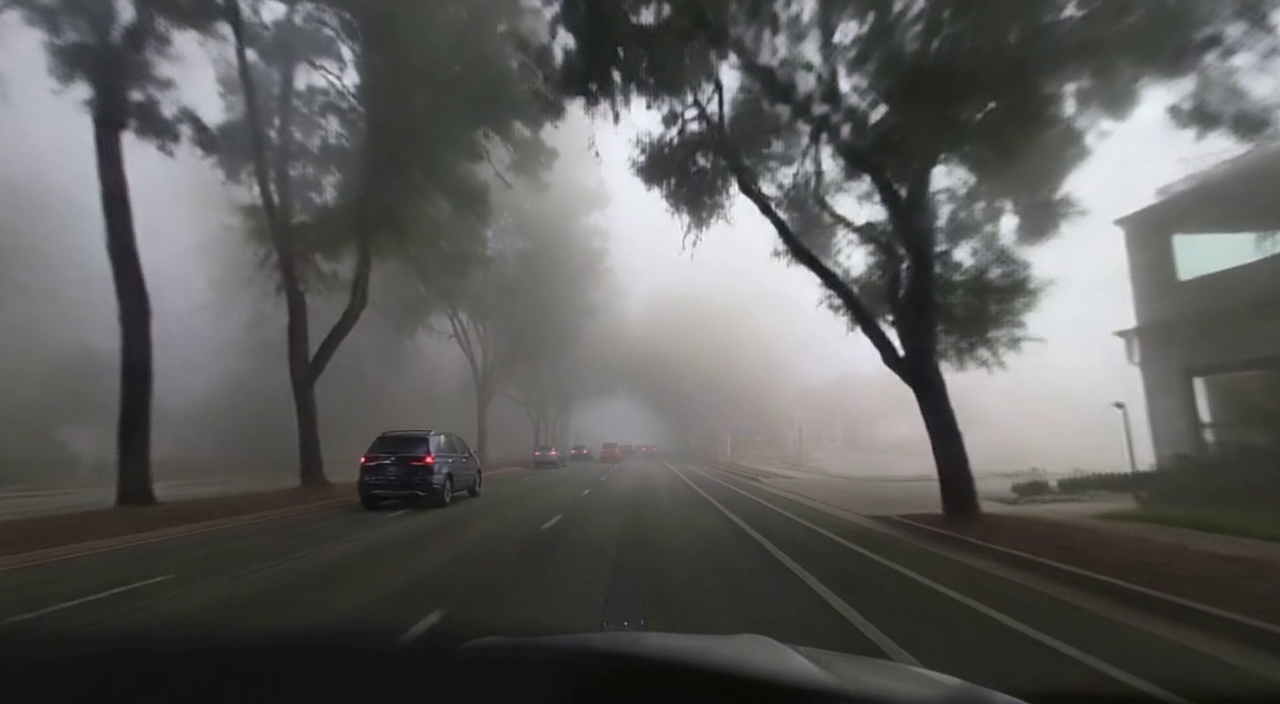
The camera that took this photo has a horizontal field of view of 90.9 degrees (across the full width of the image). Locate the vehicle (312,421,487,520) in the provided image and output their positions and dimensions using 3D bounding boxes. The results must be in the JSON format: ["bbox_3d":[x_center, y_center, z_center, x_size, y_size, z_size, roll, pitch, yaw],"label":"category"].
[{"bbox_3d":[-4.833,2.443,13.506,2.123,1.761,4.322,0,-9,-1],"label":"vehicle"}]

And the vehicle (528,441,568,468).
[{"bbox_3d":[-6.149,6.904,42.603,1.985,1.708,4.310,0,-9,1],"label":"vehicle"}]
